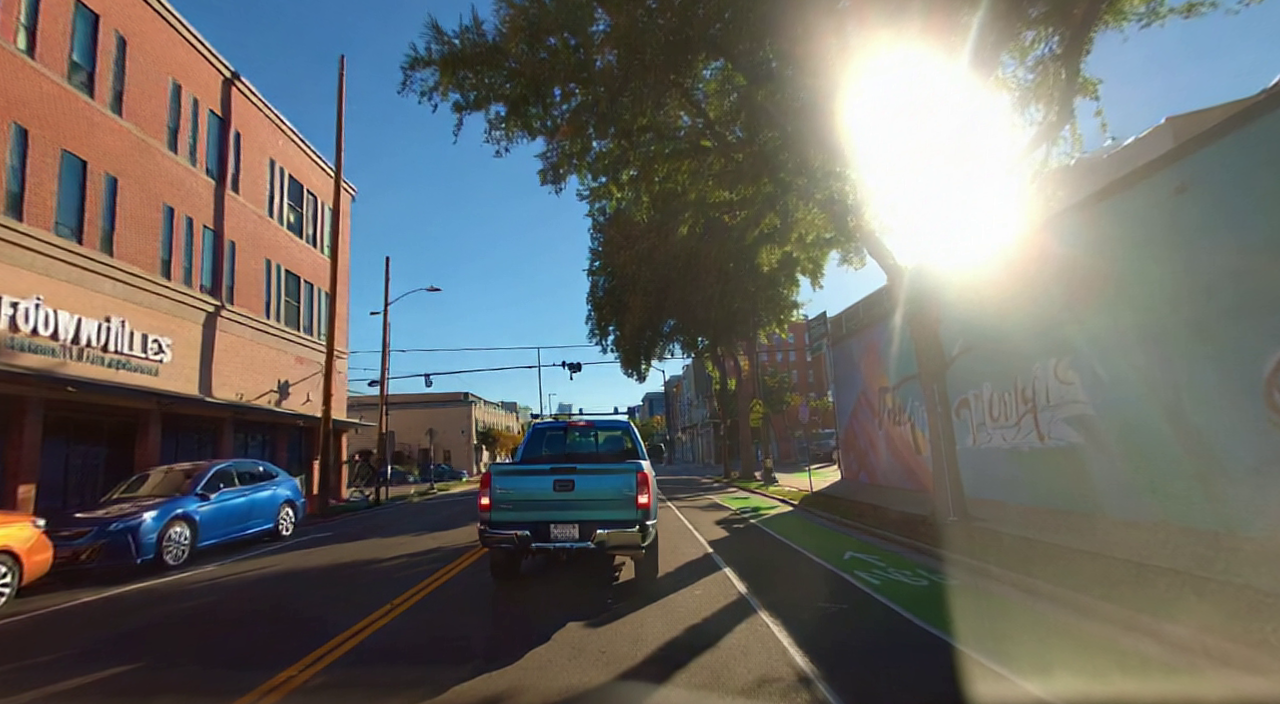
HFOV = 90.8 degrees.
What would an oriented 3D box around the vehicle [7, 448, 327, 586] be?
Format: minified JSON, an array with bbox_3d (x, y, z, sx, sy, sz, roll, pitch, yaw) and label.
[{"bbox_3d":[-7.169,2.453,10.374,1.882,1.686,4.489,0,-8,-2],"label":"vehicle"}]

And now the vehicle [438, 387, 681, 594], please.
[{"bbox_3d":[-0.713,1.606,8.157,2.215,1.882,4.611,0,-8,1],"label":"vehicle"}]

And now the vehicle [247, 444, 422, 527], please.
[{"bbox_3d":[-7.394,3.230,16.058,1.884,1.730,5.076,0,-8,0],"label":"vehicle"}]
